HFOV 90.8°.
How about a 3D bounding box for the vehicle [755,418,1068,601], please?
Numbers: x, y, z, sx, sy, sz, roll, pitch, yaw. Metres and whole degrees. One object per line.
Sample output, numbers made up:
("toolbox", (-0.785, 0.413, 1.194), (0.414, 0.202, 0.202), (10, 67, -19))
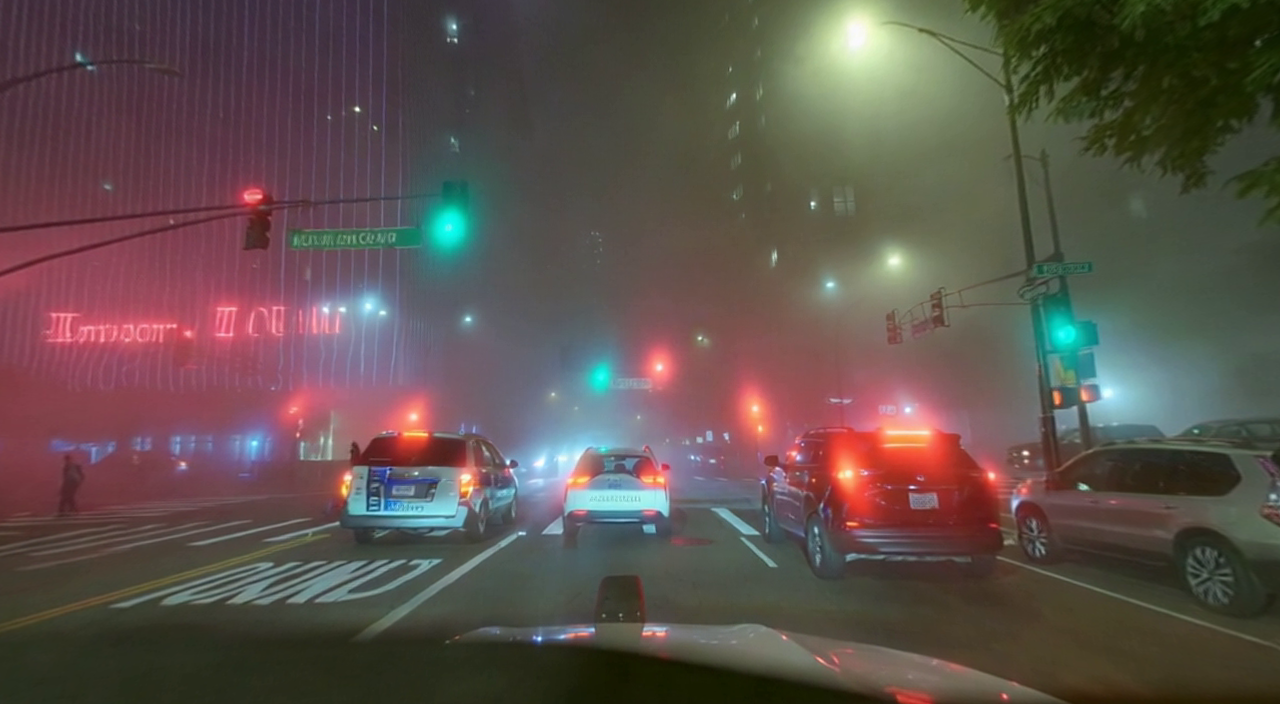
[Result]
("vehicle", (3.039, 1.851, 8.495), (2.072, 1.735, 4.759), (0, -8, 0))

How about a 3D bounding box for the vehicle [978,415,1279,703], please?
("vehicle", (2.736, 0.798, 0.991), (1.902, 1.454, 4.540), (0, -8, 0))

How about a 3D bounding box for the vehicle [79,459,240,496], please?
("vehicle", (-20.117, 5.260, 26.612), (5.153, 1.449, 1.966), (0, -8, 1))

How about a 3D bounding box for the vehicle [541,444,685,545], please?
("vehicle", (-0.416, 2.378, 11.319), (2.092, 1.454, 4.132), (0, -8, -1))

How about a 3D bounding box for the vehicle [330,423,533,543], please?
("vehicle", (-3.695, 2.424, 12.532), (2.190, 1.840, 5.272), (0, -8, 0))

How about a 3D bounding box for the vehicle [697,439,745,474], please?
("vehicle", (5.651, 7.384, 44.899), (2.420, 2.300, 5.313), (0, -8, -3))

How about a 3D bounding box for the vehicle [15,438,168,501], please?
("vehicle", (-30.890, 6.581, 35.798), (5.896, 3.276, 2.809), (0, -8, 0))
